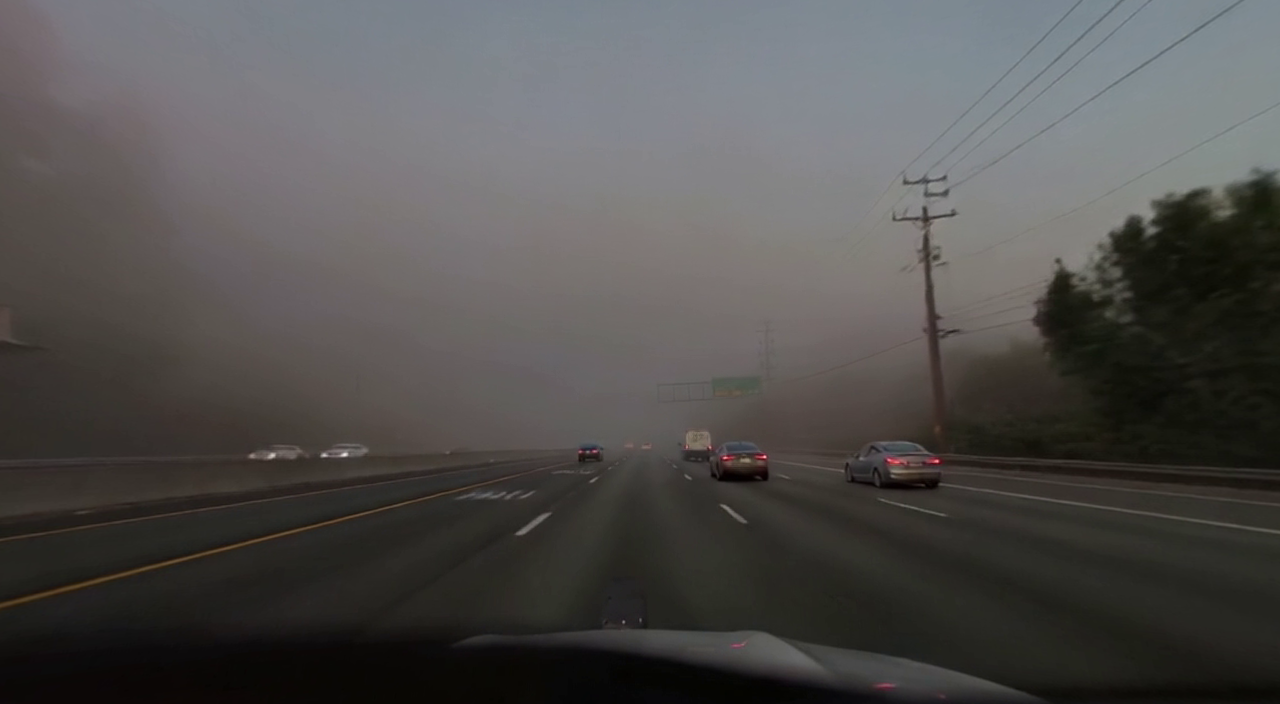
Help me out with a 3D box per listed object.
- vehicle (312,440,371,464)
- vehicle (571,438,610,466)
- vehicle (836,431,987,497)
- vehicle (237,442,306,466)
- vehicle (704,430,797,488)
[{"bbox_3d":[-22.010,7.393,46.757,2.003,1.646,4.699,-1,-8,1],"label":"vehicle"},{"bbox_3d":[-3.230,6.642,42.067,2.106,1.682,4.395,-1,-8,2],"label":"vehicle"},{"bbox_3d":[7.193,3.015,17.424,1.988,1.518,4.856,0,-8,0],"label":"vehicle"},{"bbox_3d":[-26.727,7.419,45.917,2.001,1.615,4.744,-1,-8,2],"label":"vehicle"},{"bbox_3d":[3.387,3.387,20.323,2.146,1.639,4.475,0,-8,-1],"label":"vehicle"}]
